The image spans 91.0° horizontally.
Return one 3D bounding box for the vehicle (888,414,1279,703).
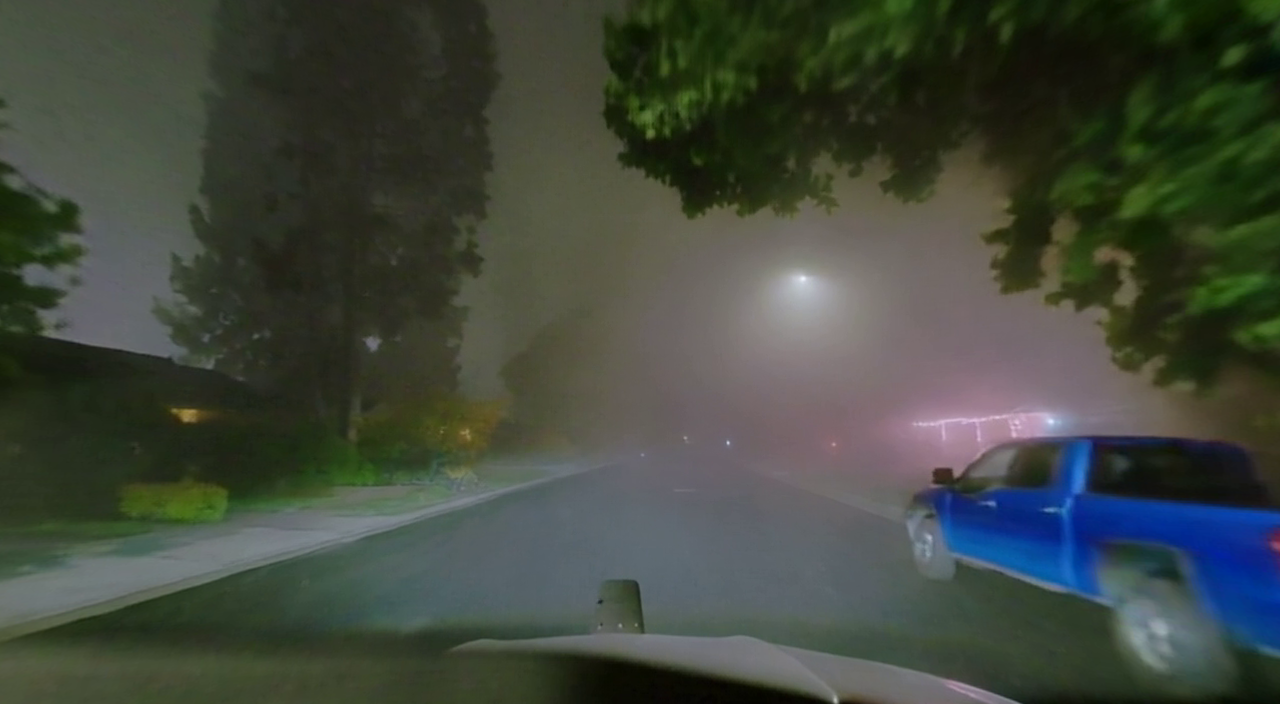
[{"bbox_3d":[3.657,1.322,4.730,2.006,1.494,4.211,0,-9,2],"label":"vehicle"}]
